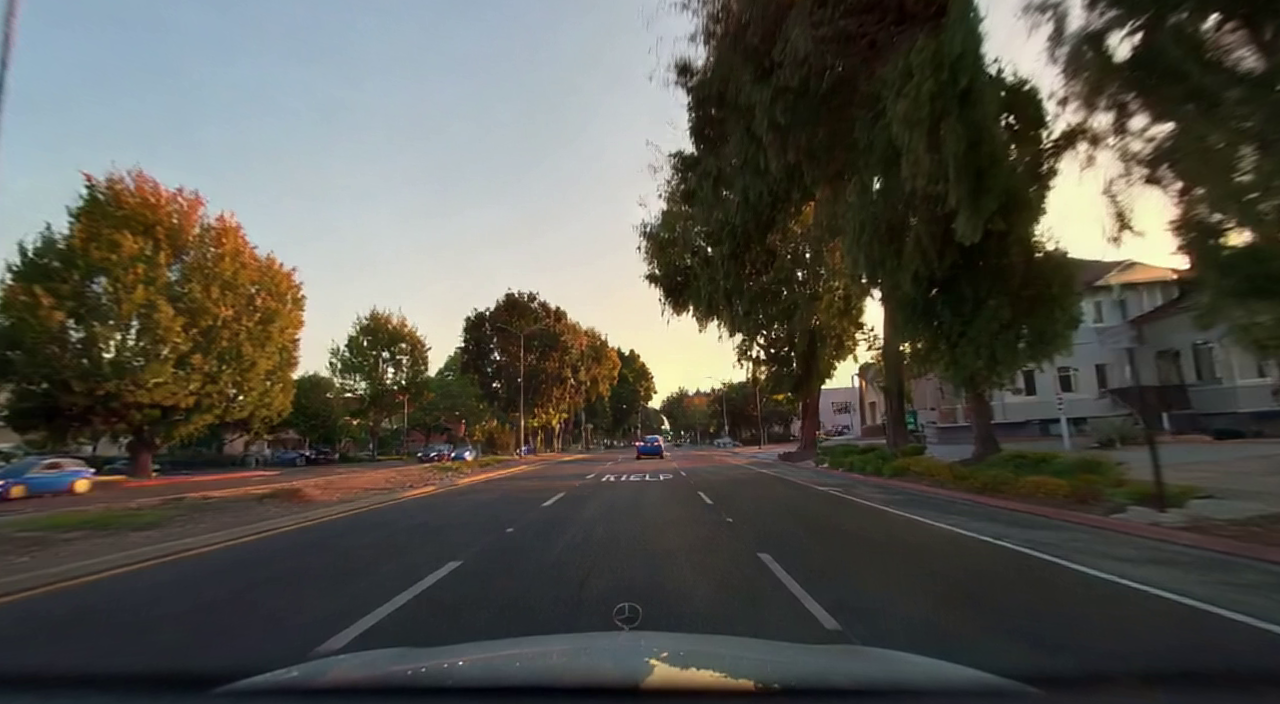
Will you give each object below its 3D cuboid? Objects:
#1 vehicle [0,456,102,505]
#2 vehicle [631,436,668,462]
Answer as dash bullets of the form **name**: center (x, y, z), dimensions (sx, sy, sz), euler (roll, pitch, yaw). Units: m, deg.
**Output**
- **vehicle**: center (-20.970, 4.251, 20.943), dimensions (1.872, 1.459, 4.628), euler (0, -8, 0)
- **vehicle**: center (0.620, 5.907, 38.461), dimensions (2.144, 1.505, 4.128), euler (0, -8, 1)
